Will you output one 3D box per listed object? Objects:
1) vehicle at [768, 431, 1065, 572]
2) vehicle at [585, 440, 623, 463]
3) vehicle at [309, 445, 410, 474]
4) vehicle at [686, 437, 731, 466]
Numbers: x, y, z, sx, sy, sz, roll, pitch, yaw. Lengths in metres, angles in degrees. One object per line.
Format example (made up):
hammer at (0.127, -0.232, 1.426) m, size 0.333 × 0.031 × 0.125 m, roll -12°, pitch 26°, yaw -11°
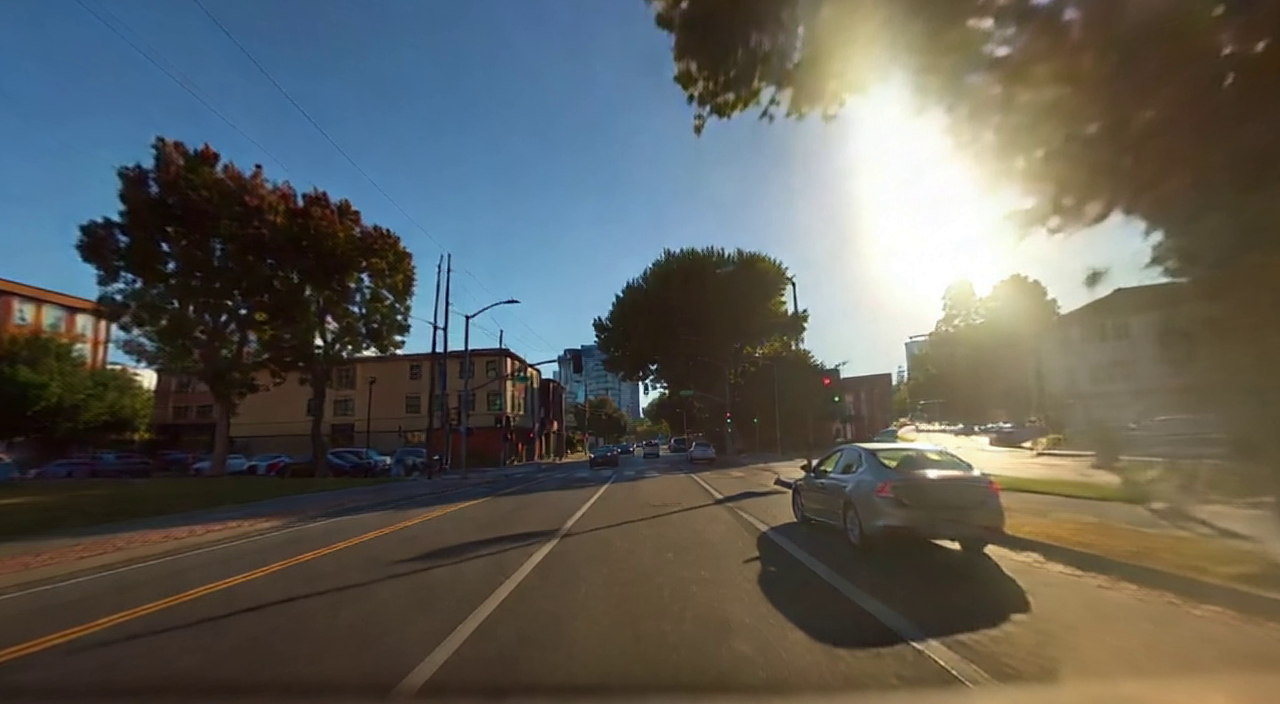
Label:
vehicle at (3.428, 1.963, 9.143) m, size 2.072 × 1.471 × 4.834 m, roll 0°, pitch -9°, yaw -1°
vehicle at (-2.701, 7.711, 48.936) m, size 2.519 × 1.689 × 5.200 m, roll 0°, pitch -9°, yaw 1°
vehicle at (-17.601, 6.748, 39.745) m, size 5.361 × 1.767 × 2.179 m, roll -1°, pitch -9°, yaw 5°
vehicle at (3.875, 5.783, 36.562) m, size 2.035 × 1.564 × 4.719 m, roll 0°, pitch -9°, yaw -1°
